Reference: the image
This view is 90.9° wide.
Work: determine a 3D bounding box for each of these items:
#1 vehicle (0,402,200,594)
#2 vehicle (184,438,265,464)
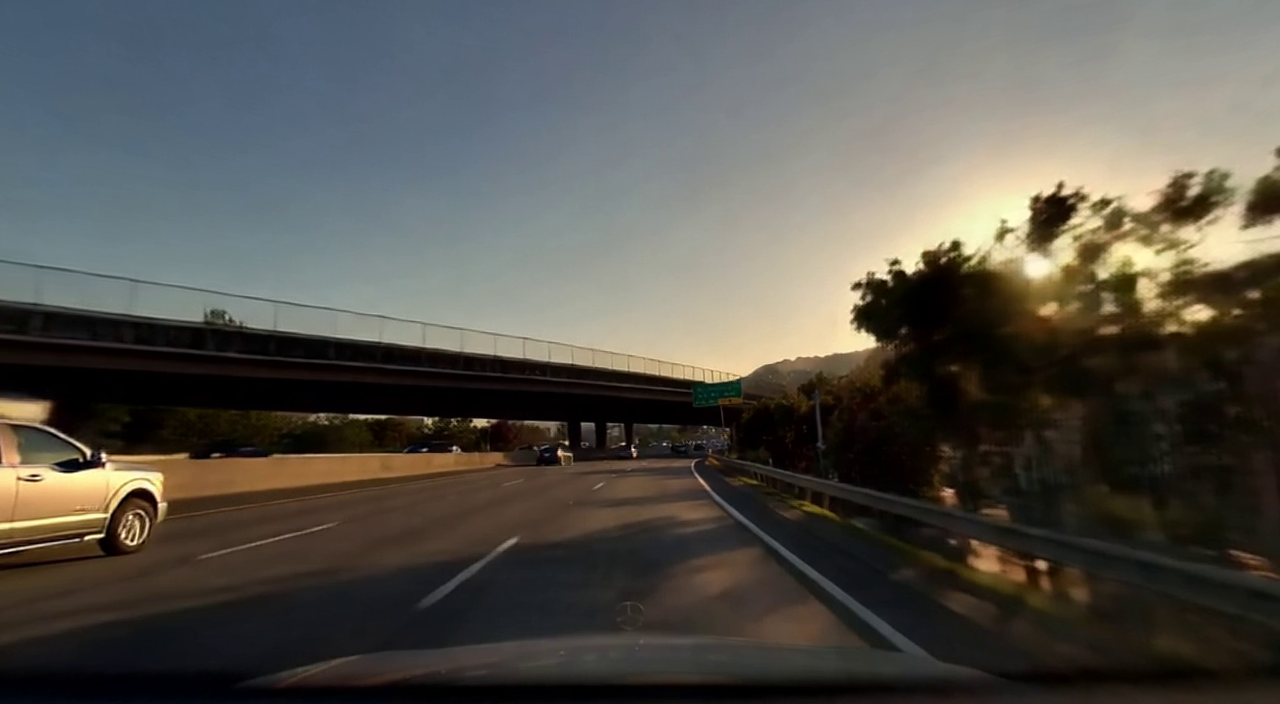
[{"bbox_3d":[-6.459,1.243,5.350,1.923,1.630,4.857,0,-8,0],"label":"vehicle"},{"bbox_3d":[-29.026,6.933,44.246,1.974,1.668,4.911,-1,-8,6],"label":"vehicle"}]
